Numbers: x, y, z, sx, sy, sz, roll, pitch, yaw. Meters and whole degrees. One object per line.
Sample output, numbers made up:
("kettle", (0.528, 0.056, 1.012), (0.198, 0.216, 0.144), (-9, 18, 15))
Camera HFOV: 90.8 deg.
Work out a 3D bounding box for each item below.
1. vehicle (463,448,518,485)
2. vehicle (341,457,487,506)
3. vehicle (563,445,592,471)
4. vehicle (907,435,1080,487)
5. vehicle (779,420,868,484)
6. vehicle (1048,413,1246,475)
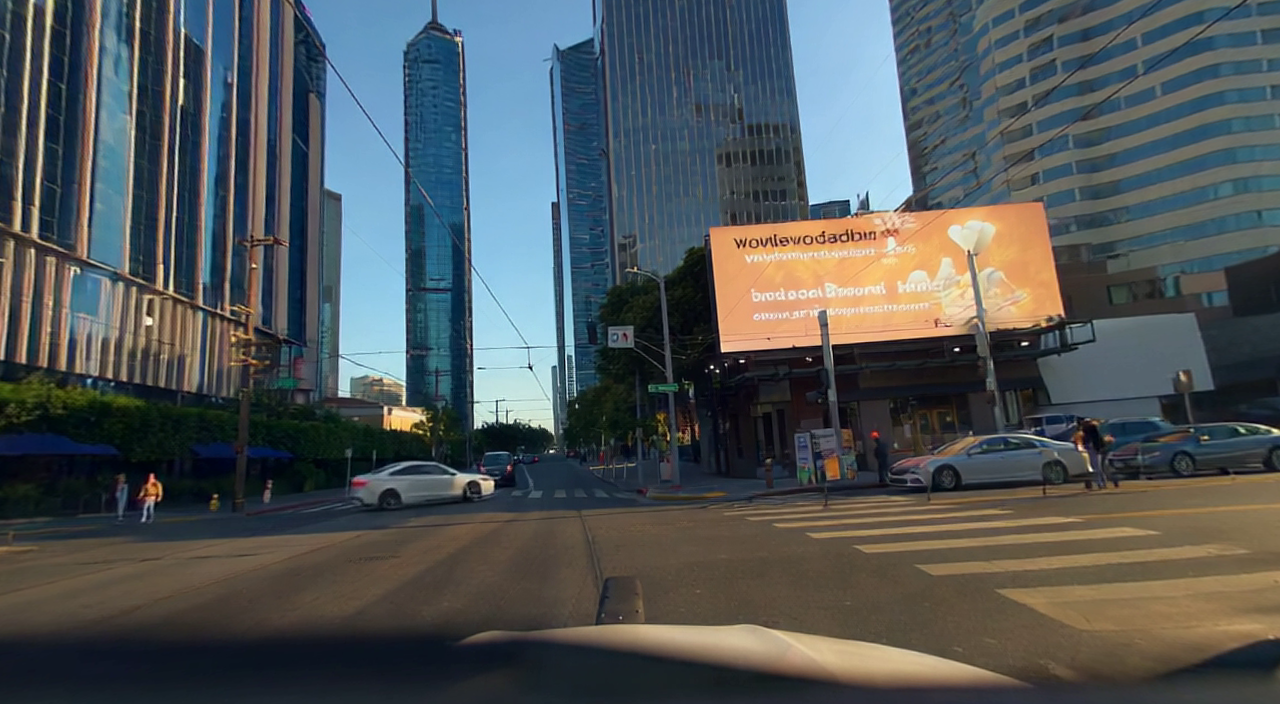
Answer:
("vehicle", (-8.453, 6.494, 36.146), (2.121, 1.792, 4.510), (-4, -8, -2))
("vehicle", (-7.962, 4.549, 22.617), (1.797, 1.490, 4.549), (-8, -11, 41))
("vehicle", (-4.815, 8.203, 49.169), (2.137, 1.910, 5.120), (1, -9, -4))
("vehicle", (11.395, 3.524, 20.546), (4.697, 1.510, 1.596), (0, -9, -4))
("vehicle", (7.578, 4.108, 26.631), (2.316, 2.425, 4.466), (1, -7, -2))
("vehicle", (16.759, 3.049, 21.070), (4.944, 1.946, 1.952), (0, -8, -3))
